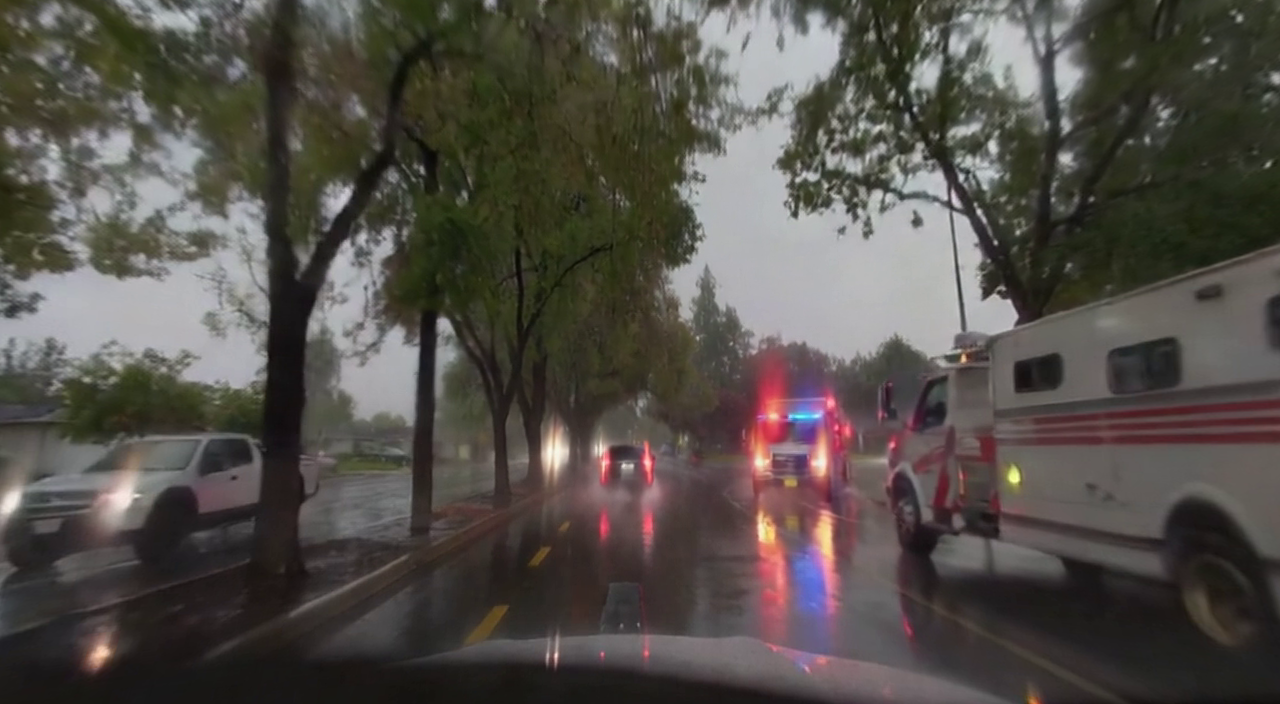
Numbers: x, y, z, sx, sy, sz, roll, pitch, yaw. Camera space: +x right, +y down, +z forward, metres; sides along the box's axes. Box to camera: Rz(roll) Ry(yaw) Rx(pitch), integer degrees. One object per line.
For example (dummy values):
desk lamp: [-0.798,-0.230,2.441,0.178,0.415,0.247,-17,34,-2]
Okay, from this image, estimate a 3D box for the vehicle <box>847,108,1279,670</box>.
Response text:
vehicle: [5.113,0.578,5.822,2.885,3.246,9.408,0,-10,-2]

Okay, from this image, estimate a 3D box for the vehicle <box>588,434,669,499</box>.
vehicle: [-0.271,3.273,18.420,2.106,1.655,3.717,0,-8,1]

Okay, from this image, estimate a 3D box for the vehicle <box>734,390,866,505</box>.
vehicle: [5.017,2.887,19.020,2.654,2.824,5.794,-7,-10,23]

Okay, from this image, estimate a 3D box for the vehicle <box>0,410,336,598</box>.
vehicle: [-6.468,1.894,8.894,2.165,1.876,4.903,0,-8,-3]
